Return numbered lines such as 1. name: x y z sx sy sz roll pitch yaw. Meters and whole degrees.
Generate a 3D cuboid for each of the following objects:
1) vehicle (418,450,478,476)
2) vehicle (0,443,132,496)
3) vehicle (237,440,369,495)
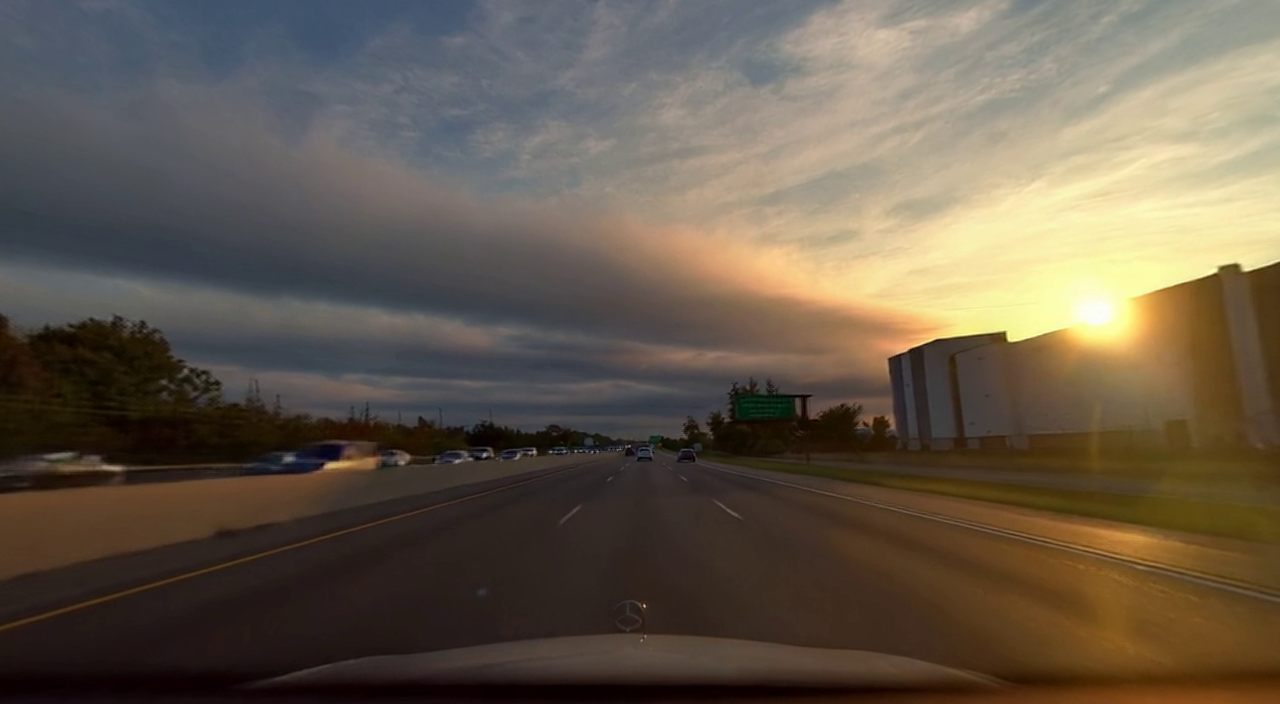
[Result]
1. vehicle: -11.265 6.544 37.339 1.982 1.420 4.712 -1 -9 1
2. vehicle: -20.392 3.980 21.670 1.924 1.584 4.612 0 -9 0
3. vehicle: -10.772 3.721 20.576 1.886 1.568 4.269 0 -9 1
